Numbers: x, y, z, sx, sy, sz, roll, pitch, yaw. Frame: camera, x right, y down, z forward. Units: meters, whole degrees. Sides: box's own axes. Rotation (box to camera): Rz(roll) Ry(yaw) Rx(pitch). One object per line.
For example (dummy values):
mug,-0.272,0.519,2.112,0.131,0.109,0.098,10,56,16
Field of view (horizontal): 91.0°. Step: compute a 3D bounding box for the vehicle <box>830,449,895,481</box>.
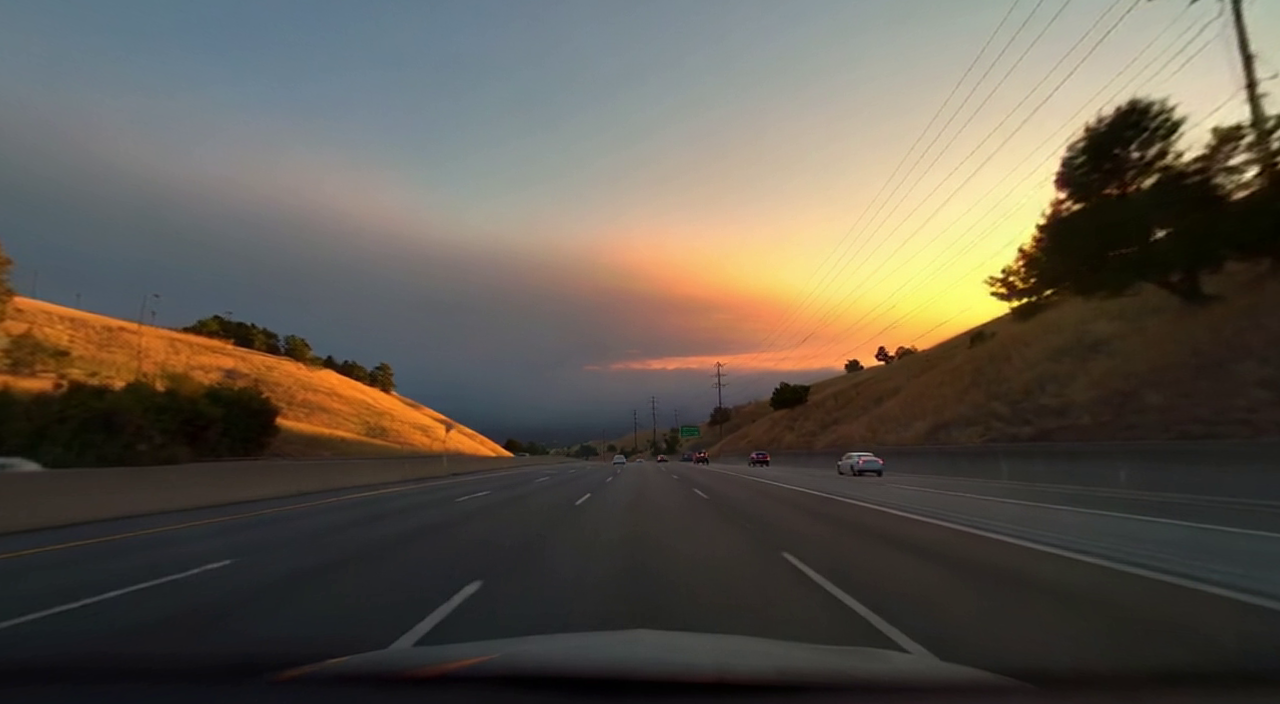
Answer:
vehicle,11.488,5.826,32.743,1.884,1.486,3.770,0,-9,-2
